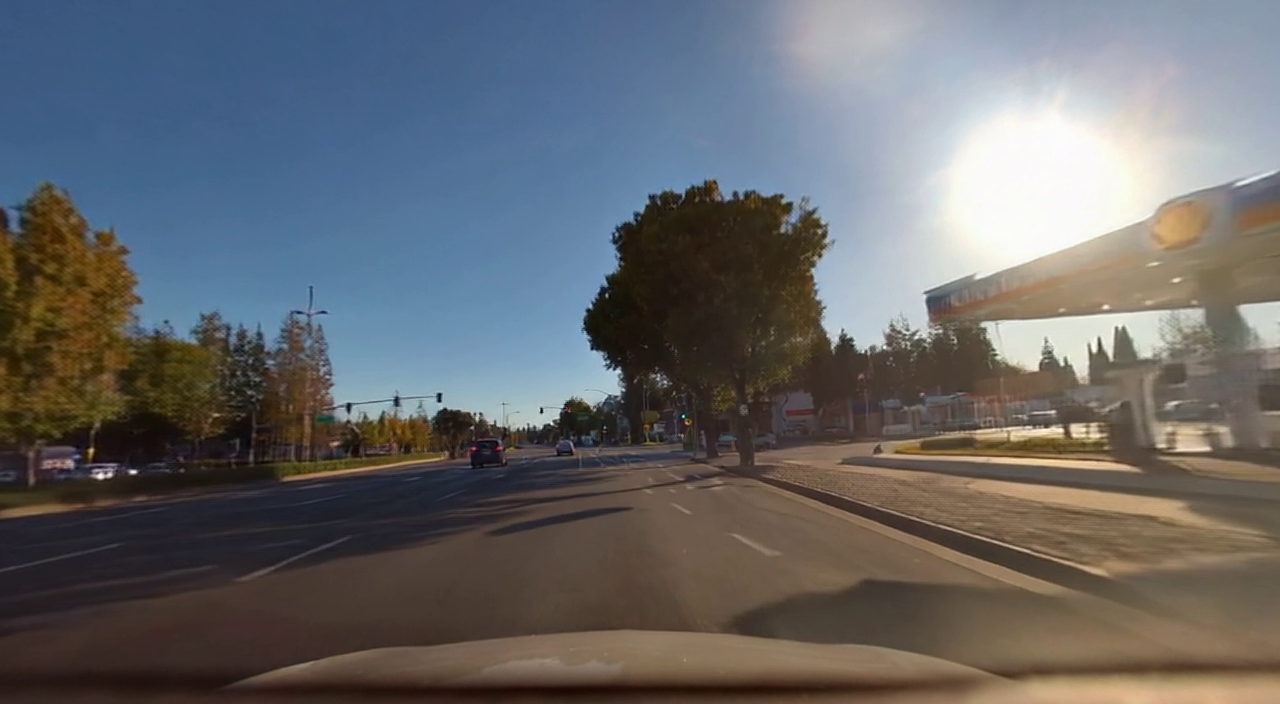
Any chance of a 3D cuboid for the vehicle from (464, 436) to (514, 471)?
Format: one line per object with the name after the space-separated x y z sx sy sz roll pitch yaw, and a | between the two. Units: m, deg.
-8.281 5.591 35.014 1.985 1.772 4.479 0 -8 -4 | vehicle
